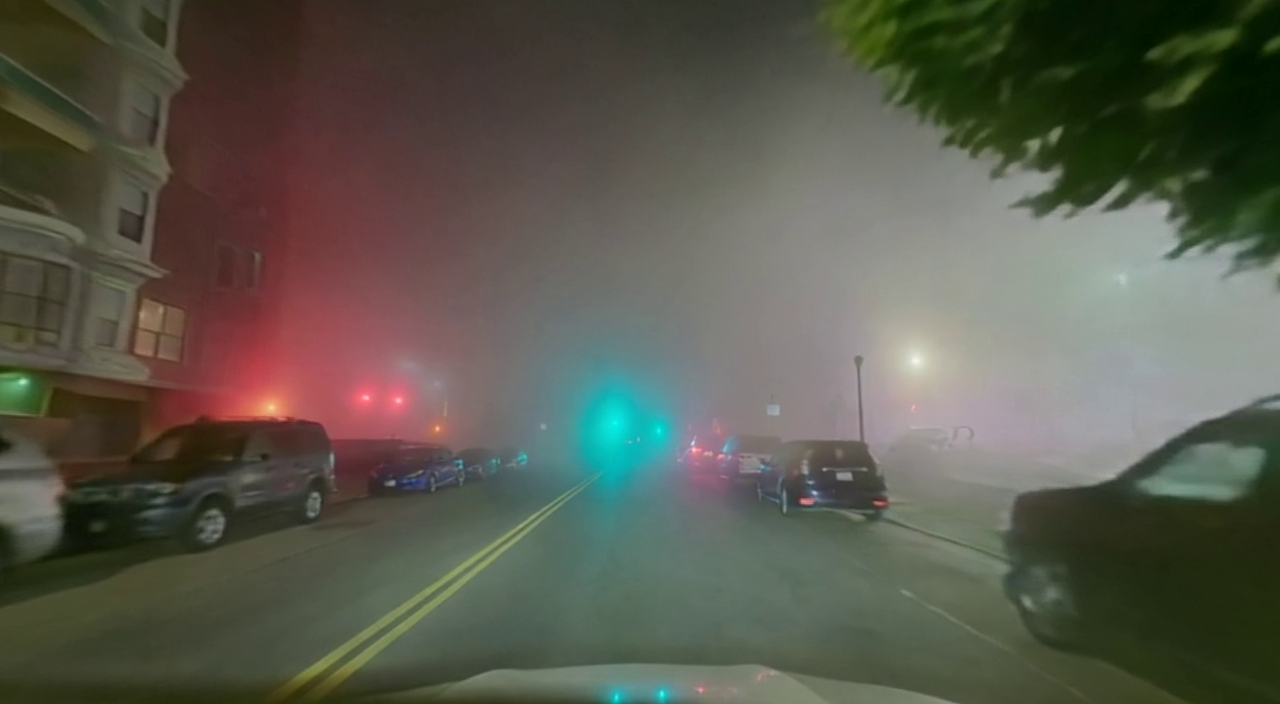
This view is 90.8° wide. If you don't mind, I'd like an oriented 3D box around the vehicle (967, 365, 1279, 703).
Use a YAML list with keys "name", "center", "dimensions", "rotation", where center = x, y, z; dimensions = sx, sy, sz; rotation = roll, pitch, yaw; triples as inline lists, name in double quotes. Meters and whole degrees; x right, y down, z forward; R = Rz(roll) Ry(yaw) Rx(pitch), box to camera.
- name: "vehicle"
  center: [3.383, 0.919, 2.620]
  dimensions: [1.828, 1.664, 4.035]
  rotation: [0, -8, -1]

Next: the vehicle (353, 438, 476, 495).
- name: "vehicle"
  center: [-6.622, 3.377, 19.172]
  dimensions: [1.913, 1.479, 4.714]
  rotation: [0, -8, 1]

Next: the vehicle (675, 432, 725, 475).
- name: "vehicle"
  center: [2.711, 4.668, 29.461]
  dimensions: [1.954, 1.845, 4.682]
  rotation: [0, -8, 1]

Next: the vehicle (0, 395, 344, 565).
- name: "vehicle"
  center: [-6.693, 1.814, 9.806]
  dimensions: [2.008, 1.969, 4.740]
  rotation: [0, -8, -2]

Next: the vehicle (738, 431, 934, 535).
- name: "vehicle"
  center: [3.181, 2.203, 11.483]
  dimensions: [1.908, 1.461, 4.873]
  rotation: [0, -8, -1]

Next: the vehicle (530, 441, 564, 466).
- name: "vehicle"
  center: [-6.971, 7.635, 47.861]
  dimensions: [1.893, 1.758, 4.019]
  rotation: [0, -8, 0]
